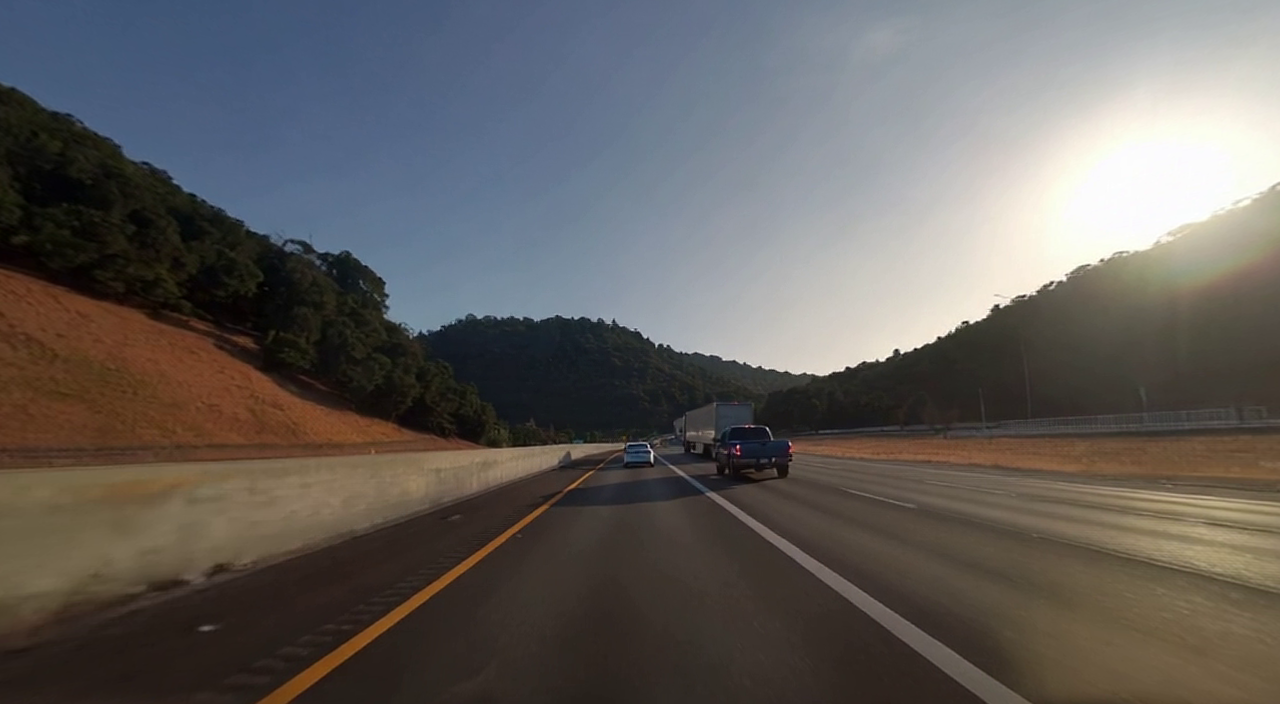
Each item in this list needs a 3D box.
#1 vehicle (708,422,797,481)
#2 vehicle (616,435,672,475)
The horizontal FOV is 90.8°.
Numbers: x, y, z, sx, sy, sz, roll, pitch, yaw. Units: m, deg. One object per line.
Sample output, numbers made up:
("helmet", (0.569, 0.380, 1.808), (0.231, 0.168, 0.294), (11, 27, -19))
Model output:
("vehicle", (3.718, 3.426, 21.828), (2.098, 1.794, 4.561), (0, -9, -2))
("vehicle", (0.136, 4.134, 25.607), (2.083, 1.477, 3.965), (0, -9, 0))
